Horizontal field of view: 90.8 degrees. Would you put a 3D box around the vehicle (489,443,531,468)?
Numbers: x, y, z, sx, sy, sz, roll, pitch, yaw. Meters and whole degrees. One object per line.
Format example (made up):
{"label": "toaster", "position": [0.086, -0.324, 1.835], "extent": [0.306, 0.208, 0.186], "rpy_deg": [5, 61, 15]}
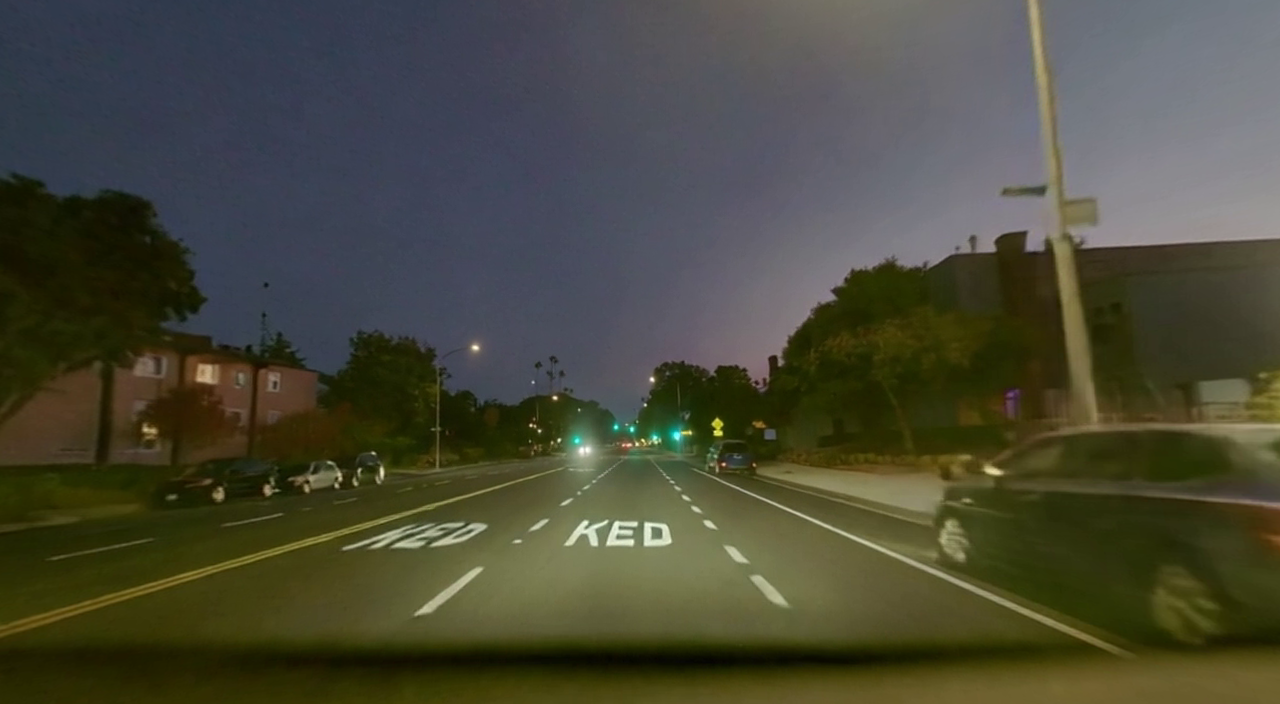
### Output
{"label": "vehicle", "position": [-9.864, 7.889, 48.361], "extent": [2.252, 1.737, 4.544], "rpy_deg": [0, -8, 0]}

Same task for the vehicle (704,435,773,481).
{"label": "vehicle", "position": [4.074, 4.490, 27.059], "extent": [2.220, 1.752, 4.782], "rpy_deg": [0, -8, 0]}

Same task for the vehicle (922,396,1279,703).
{"label": "vehicle", "position": [4.136, 1.232, 4.396], "extent": [2.127, 1.619, 4.832], "rpy_deg": [0, -8, 0]}

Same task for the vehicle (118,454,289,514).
{"label": "vehicle", "position": [-14.069, 4.230, 20.848], "extent": [2.163, 1.641, 4.875], "rpy_deg": [0, -8, 0]}

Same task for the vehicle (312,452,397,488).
{"label": "vehicle", "position": [-14.085, 5.816, 31.523], "extent": [1.983, 1.608, 4.699], "rpy_deg": [0, -8, 1]}
